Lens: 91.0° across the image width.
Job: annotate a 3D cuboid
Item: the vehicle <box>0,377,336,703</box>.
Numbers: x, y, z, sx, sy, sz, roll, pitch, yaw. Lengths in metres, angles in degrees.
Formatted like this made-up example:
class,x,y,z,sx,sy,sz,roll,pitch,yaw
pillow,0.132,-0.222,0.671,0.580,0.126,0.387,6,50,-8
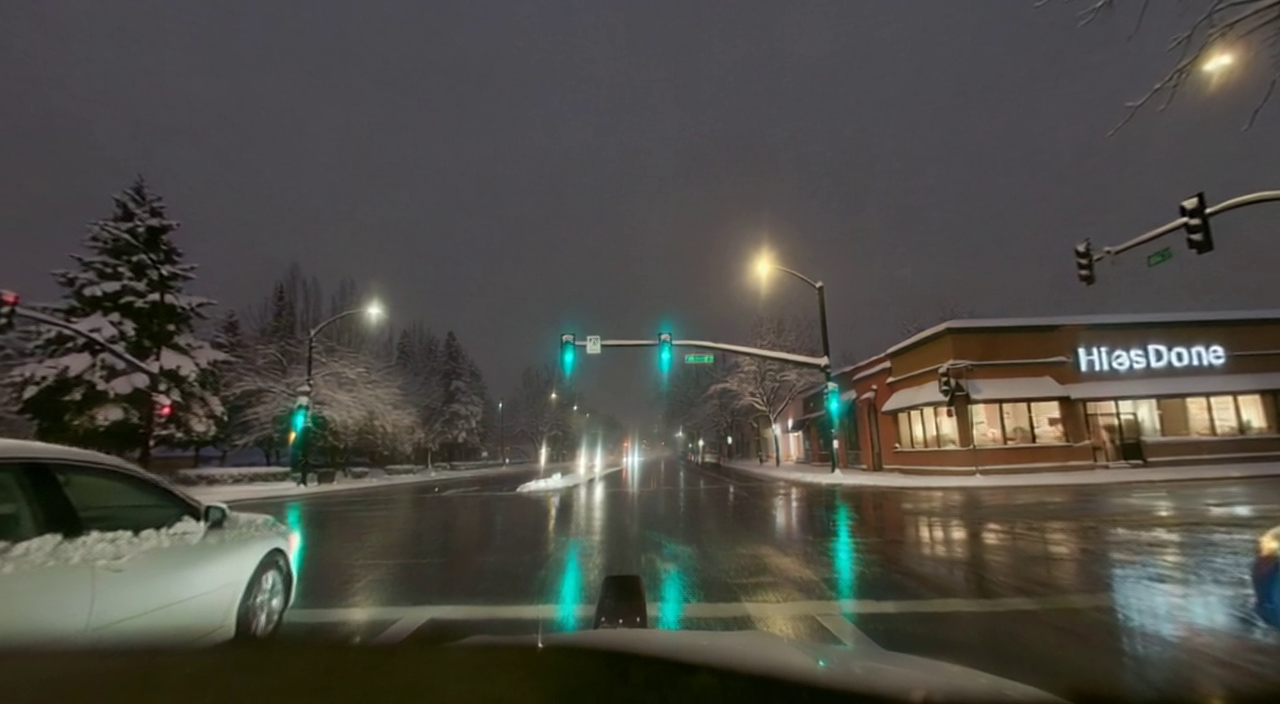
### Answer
class,x,y,z,sx,sy,sz,roll,pitch,yaw
vehicle,-3.501,0.990,2.943,1.947,1.627,4.248,0,-9,1
